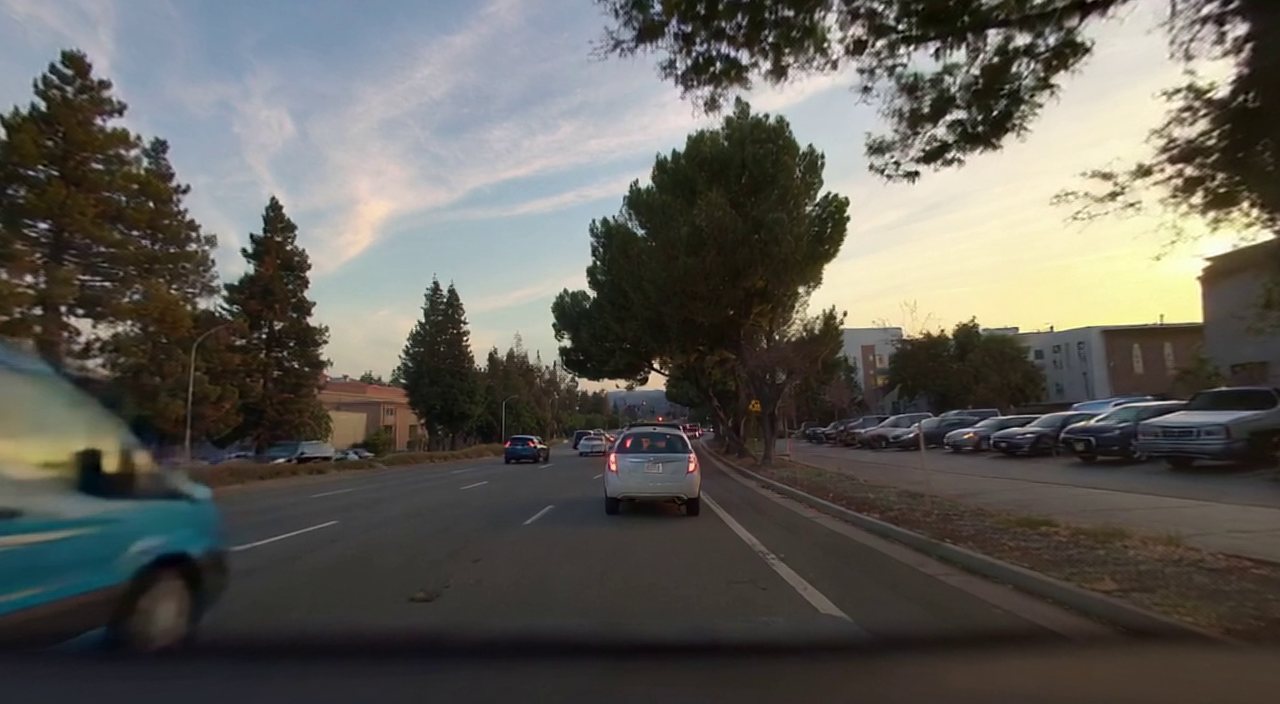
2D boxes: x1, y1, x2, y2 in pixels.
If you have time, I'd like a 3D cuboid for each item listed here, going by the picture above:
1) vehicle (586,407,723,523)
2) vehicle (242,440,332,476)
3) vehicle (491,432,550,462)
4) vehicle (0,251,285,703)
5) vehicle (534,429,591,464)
[{"bbox_3d":[0.297,2.111,12.234,2.173,1.830,4.189,0,-8,2],"label":"vehicle"},{"bbox_3d":[-20.065,6.032,36.202,2.033,1.923,4.658,-1,-9,6],"label":"vehicle"},{"bbox_3d":[-7.517,6.034,40.344,2.243,1.783,4.600,-2,-8,9],"label":"vehicle"},{"bbox_3d":[-3.717,0.523,1.510,2.486,2.074,5.456,0,-8,1],"label":"vehicle"},{"bbox_3d":[-4.478,5.621,37.523,2.154,1.902,4.735,-1,-9,8],"label":"vehicle"}]
